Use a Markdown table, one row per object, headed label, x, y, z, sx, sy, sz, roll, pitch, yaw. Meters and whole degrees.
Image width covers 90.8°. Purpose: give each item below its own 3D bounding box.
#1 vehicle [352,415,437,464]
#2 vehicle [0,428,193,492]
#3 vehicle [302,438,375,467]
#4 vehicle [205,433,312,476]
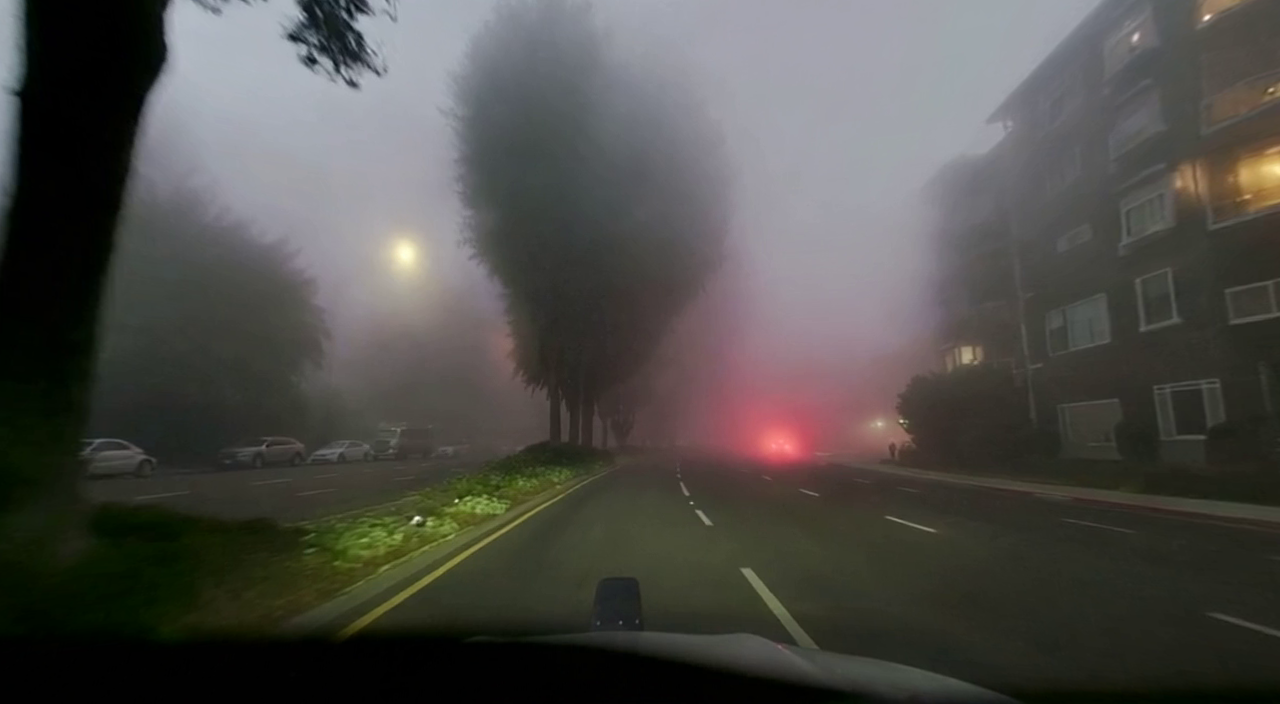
| label | x | y | z | sx | sy | sz | roll | pitch | yaw |
| --- | --- | --- | --- | --- | --- | --- | --- | --- | --- |
| vehicle | -17.613 | 6.429 | 45.995 | 2.781 | 3.224 | 7.055 | -1 | -9 | 5 |
| vehicle | -18.906 | 3.736 | 22.214 | 2.217 | 1.882 | 5.448 | -3 | -9 | 3 |
| vehicle | -18.269 | 6.136 | 38.538 | 1.876 | 1.624 | 4.827 | -2 | -9 | 3 |
| vehicle | -18.797 | 5.066 | 31.491 | 2.096 | 1.839 | 5.137 | -3 | -8 | 1 |
